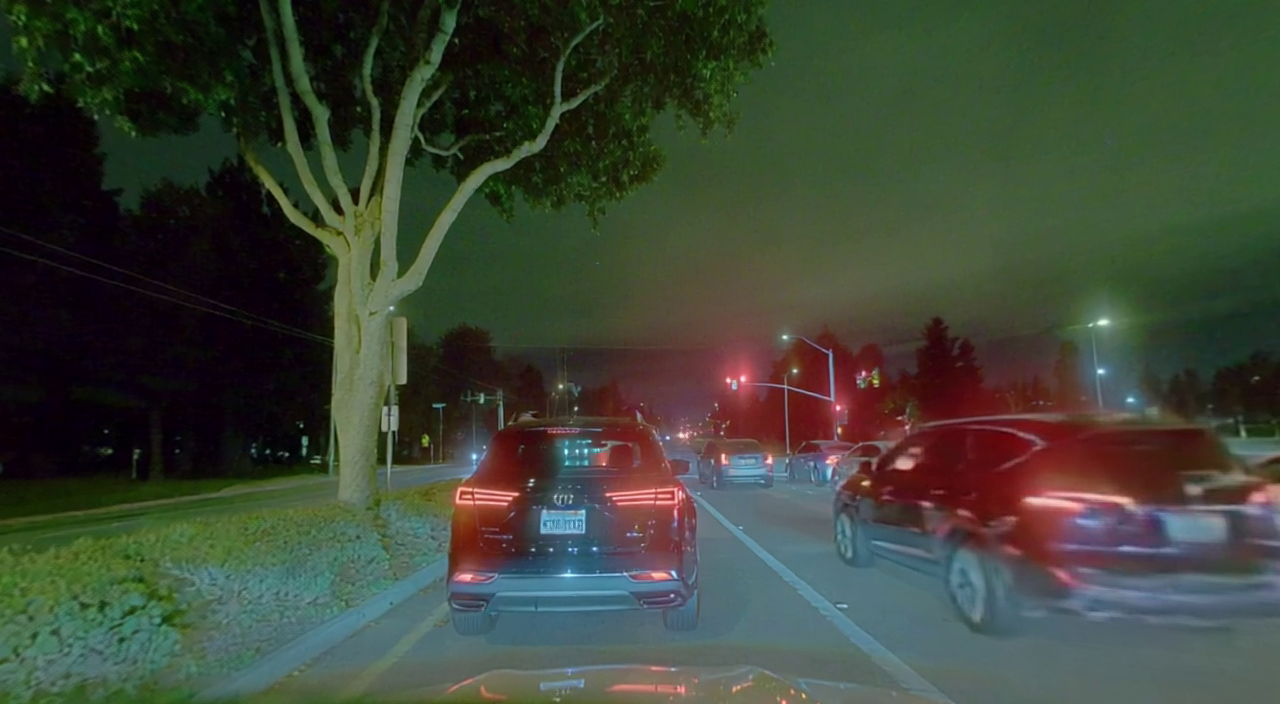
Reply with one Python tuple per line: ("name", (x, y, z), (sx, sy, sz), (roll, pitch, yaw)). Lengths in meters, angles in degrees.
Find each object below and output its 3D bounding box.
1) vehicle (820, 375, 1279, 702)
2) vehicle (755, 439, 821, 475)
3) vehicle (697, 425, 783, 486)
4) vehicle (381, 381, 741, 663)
("vehicle", (3.234, 1.286, 5.536), (1.963, 1.682, 4.407), (0, -9, 0))
("vehicle", (6.626, 4.771, 28.845), (1.917, 1.489, 4.625), (0, -8, 0))
("vehicle", (3.355, 3.619, 22.310), (2.200, 1.909, 4.853), (0, -9, -1))
("vehicle", (-0.433, 1.354, 6.088), (2.201, 1.709, 4.271), (0, -9, 1))
